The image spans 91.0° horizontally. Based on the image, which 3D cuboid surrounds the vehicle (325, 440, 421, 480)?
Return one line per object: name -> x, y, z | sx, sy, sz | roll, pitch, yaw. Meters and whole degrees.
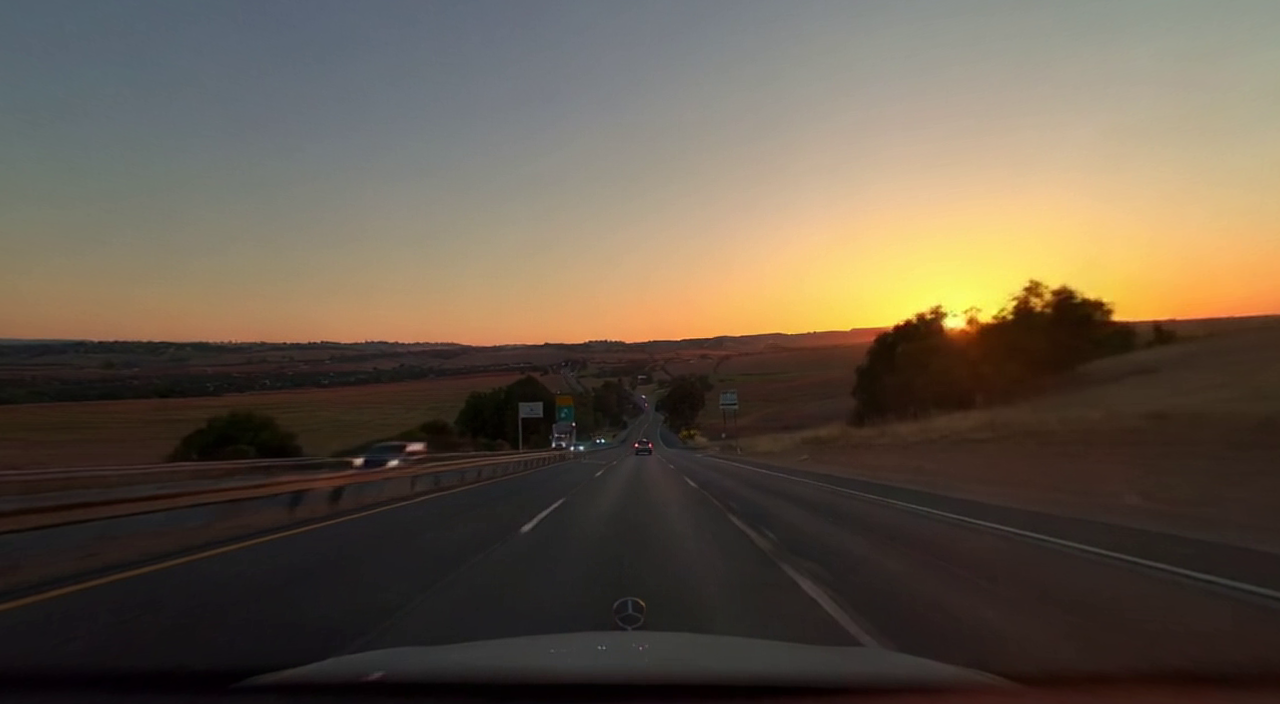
vehicle -> -11.247, 4.571, 26.898 | 1.954, 1.537, 4.693 | 0, -8, 1
